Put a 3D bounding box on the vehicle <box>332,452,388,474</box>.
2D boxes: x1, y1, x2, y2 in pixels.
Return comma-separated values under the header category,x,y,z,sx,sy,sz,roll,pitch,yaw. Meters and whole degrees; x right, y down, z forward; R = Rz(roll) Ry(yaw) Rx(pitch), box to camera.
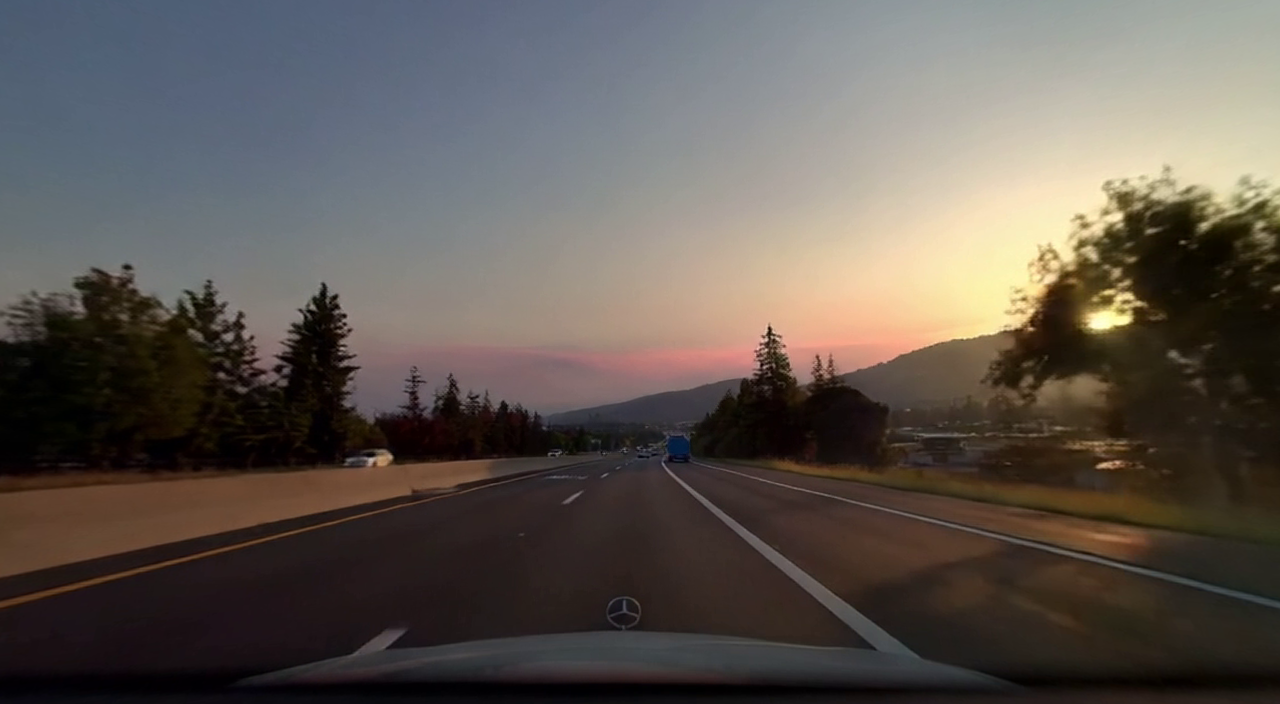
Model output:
category,x,y,z,sx,sy,sz,roll,pitch,yaw
vehicle,-19.296,7.658,43.687,1.807,1.472,4.370,0,-9,1
